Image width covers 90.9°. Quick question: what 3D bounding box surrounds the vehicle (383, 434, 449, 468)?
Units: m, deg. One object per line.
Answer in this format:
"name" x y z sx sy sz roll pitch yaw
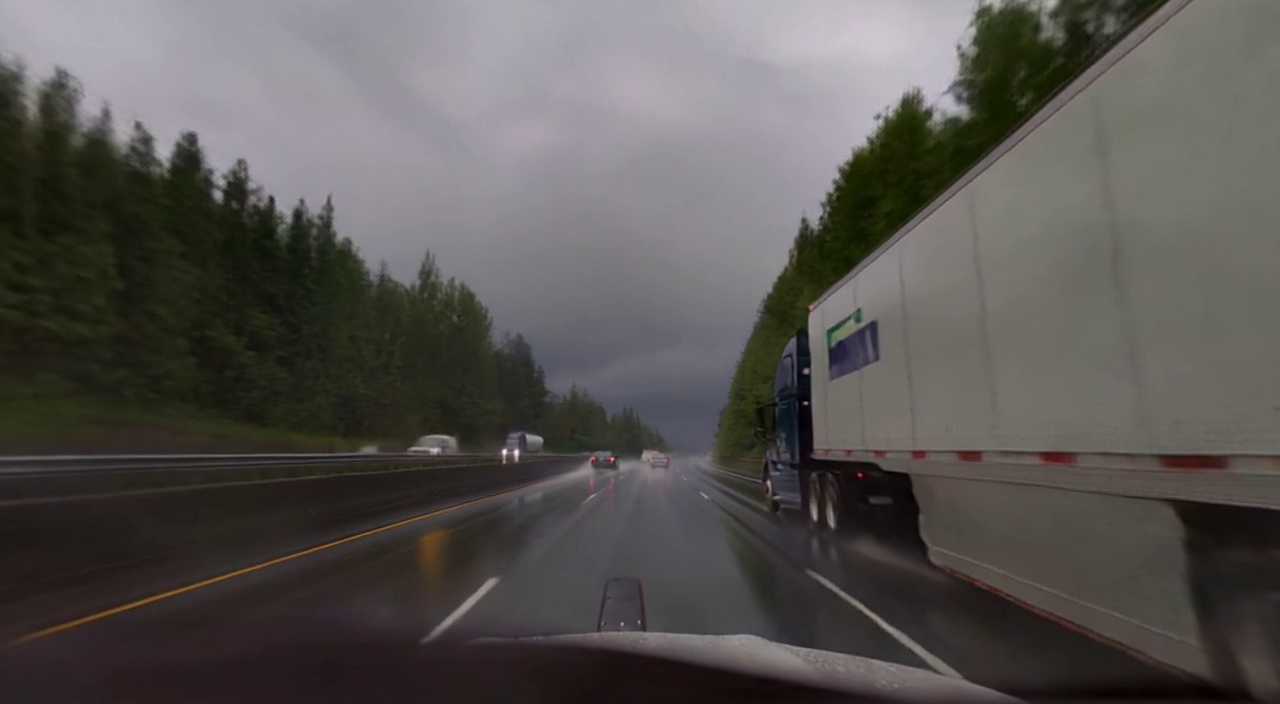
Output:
"vehicle" -15.246 6.790 43.290 2.484 2.197 5.115 0 -9 2

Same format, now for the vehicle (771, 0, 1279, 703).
"vehicle" 4.114 0.099 4.744 3.057 3.993 13.914 0 -9 -1

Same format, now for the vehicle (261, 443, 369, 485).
"vehicle" -12.218 4.219 24.034 1.839 1.441 4.132 0 -9 1

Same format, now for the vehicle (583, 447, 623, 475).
"vehicle" -2.416 7.359 42.741 2.205 1.728 4.397 -1 -9 3
